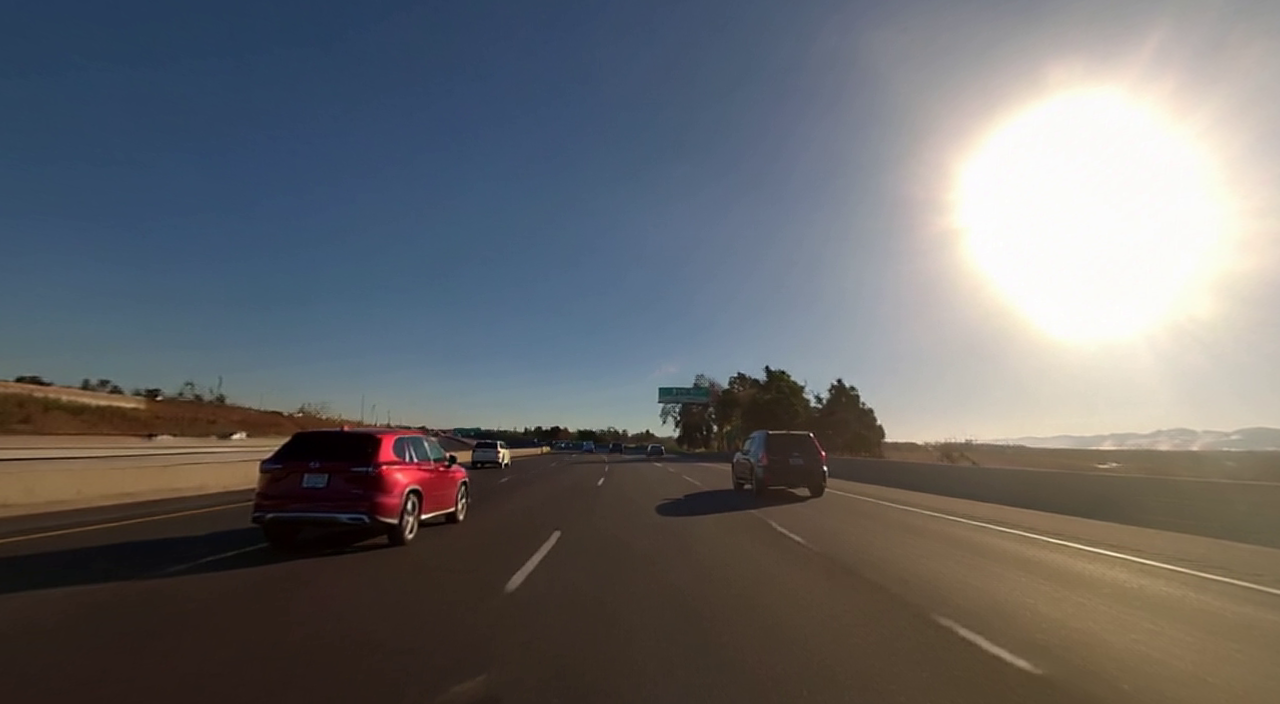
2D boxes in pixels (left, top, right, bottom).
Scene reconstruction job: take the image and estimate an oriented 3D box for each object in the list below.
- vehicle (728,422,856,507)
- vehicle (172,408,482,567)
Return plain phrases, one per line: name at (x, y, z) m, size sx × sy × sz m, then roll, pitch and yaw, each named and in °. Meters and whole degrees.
vehicle at (3.720, 2.866, 16.442) m, size 2.153 × 1.860 × 4.689 m, roll 0°, pitch -9°, yaw 0°
vehicle at (-4.025, 1.840, 9.254) m, size 2.214 × 1.743 × 4.465 m, roll 0°, pitch -9°, yaw 0°
